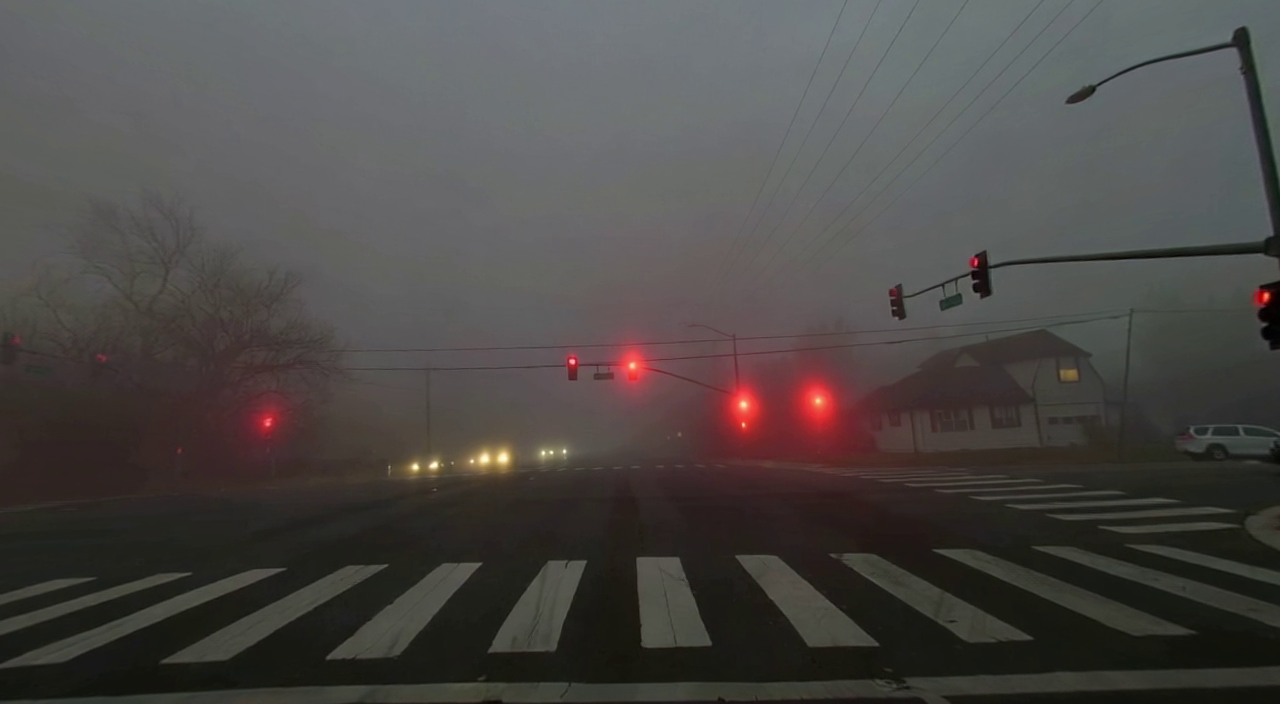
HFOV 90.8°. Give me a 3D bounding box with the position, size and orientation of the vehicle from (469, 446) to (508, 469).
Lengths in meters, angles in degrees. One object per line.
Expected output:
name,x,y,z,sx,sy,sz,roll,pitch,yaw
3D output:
vehicle,-10.696,7.459,44.751,1.881,1.509,3.377,0,-9,1

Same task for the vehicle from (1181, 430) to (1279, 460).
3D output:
vehicle,31.335,4.883,33.016,4.318,1.488,1.870,0,-9,-1
